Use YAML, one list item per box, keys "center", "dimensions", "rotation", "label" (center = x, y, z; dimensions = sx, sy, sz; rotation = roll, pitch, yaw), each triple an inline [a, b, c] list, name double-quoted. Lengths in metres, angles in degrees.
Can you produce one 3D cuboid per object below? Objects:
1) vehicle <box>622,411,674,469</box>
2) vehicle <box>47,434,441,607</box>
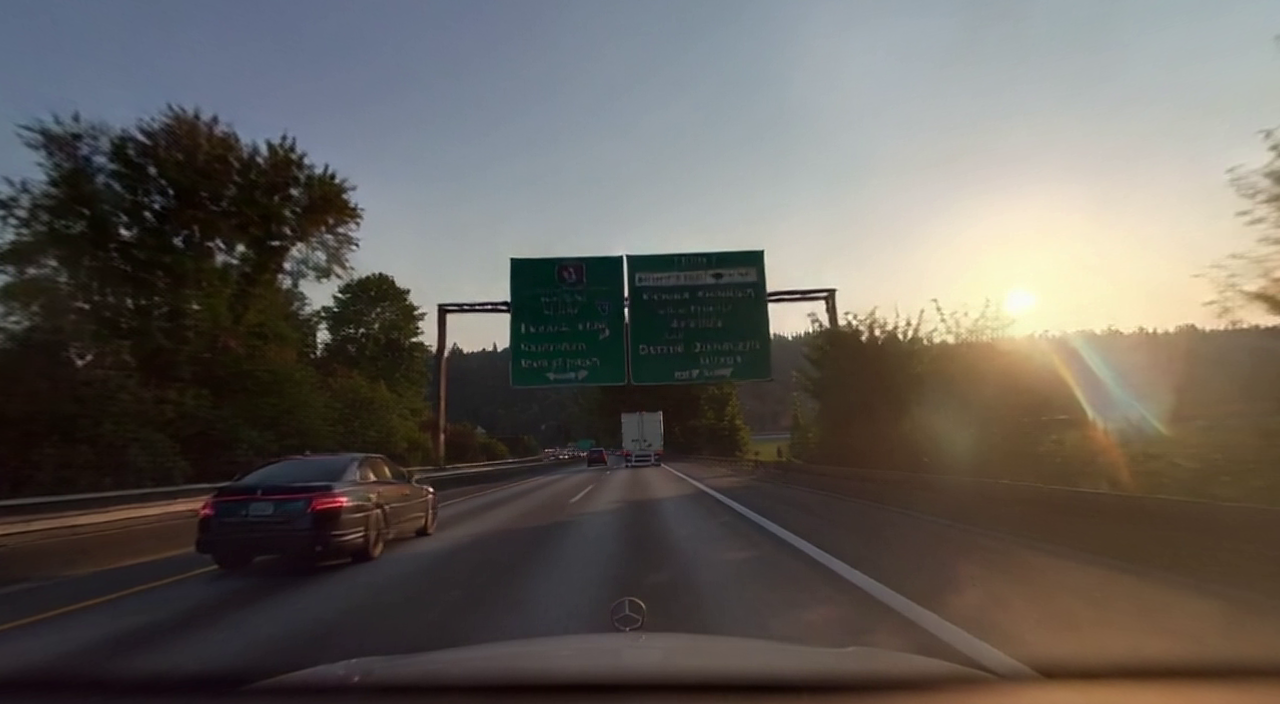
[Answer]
- center: [0.356, 7.067, 49.542]
  dimensions: [3.341, 3.725, 18.015]
  rotation: [0, -9, -1]
  label: "vehicle"
- center: [-4.085, 1.785, 7.598]
  dimensions: [1.968, 1.460, 4.227]
  rotation: [0, -9, 0]
  label: "vehicle"
